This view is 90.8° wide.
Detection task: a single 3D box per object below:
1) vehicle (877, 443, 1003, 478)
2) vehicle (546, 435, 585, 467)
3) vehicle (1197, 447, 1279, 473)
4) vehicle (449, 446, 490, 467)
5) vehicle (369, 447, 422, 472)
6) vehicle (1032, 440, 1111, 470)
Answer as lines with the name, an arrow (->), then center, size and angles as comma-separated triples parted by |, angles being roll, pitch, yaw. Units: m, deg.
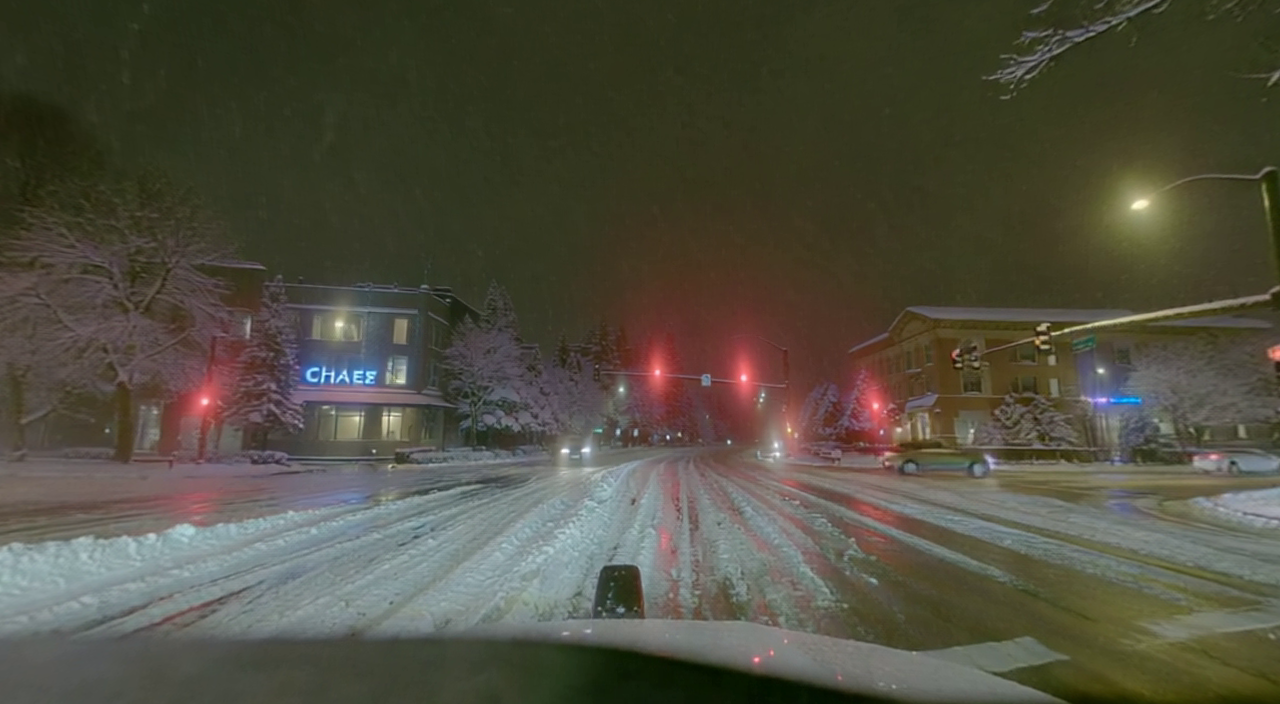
vehicle -> 13.402, 4.869, 28.453 | 4.658, 1.478, 1.946 | -1, -9, 4
vehicle -> -4.984, 6.464, 41.483 | 2.289, 1.927, 5.667 | 1, -9, -9
vehicle -> 36.120, 6.469, 38.097 | 4.522, 1.460, 2.097 | 4, -9, -26
vehicle -> -12.622, 7.764, 47.092 | 1.946, 1.474, 4.008 | 0, -9, 0
vehicle -> -16.253, 7.133, 42.240 | 1.883, 1.586, 4.297 | 0, -9, -1
vehicle -> 26.354, 6.266, 38.567 | 4.541, 1.731, 2.007 | 5, -10, -28
